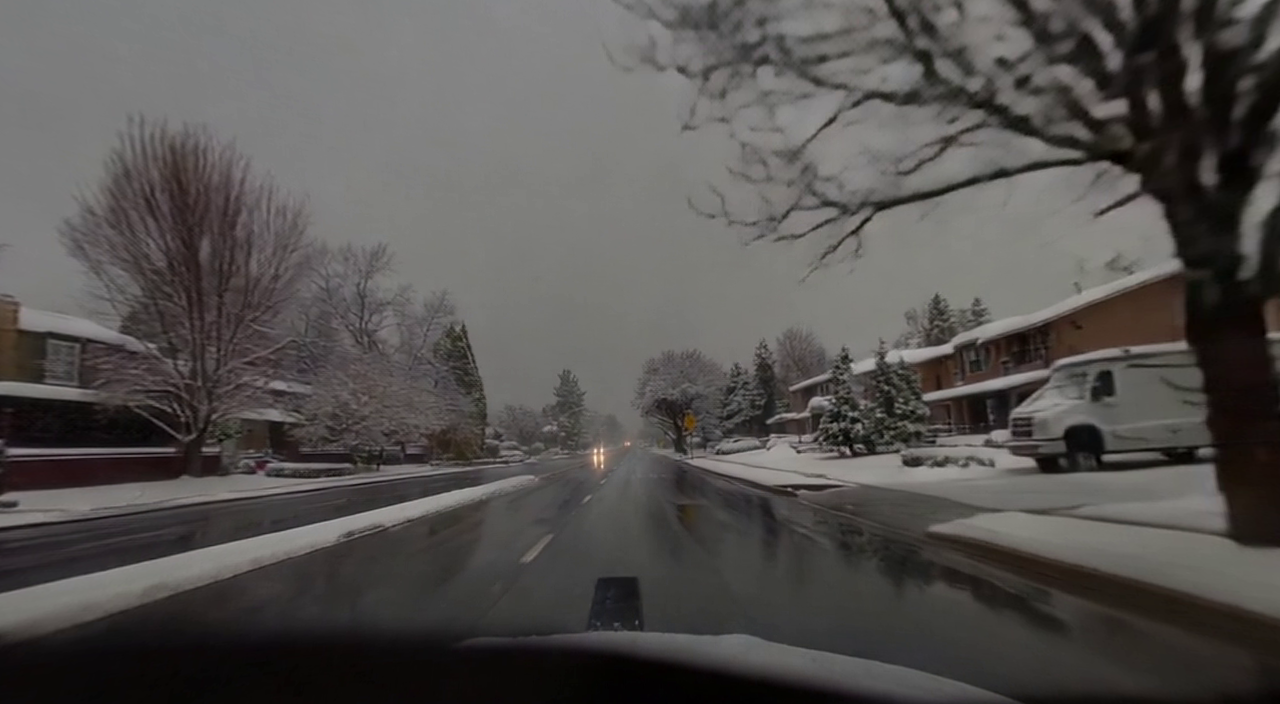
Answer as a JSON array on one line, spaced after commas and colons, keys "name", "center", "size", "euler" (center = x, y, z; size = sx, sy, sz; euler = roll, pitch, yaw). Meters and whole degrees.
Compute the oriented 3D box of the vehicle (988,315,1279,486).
[{"name": "vehicle", "center": [17.547, 1.472, 18.697], "size": [12.151, 4.157, 3.709], "euler": [-1, -15, -6]}]
